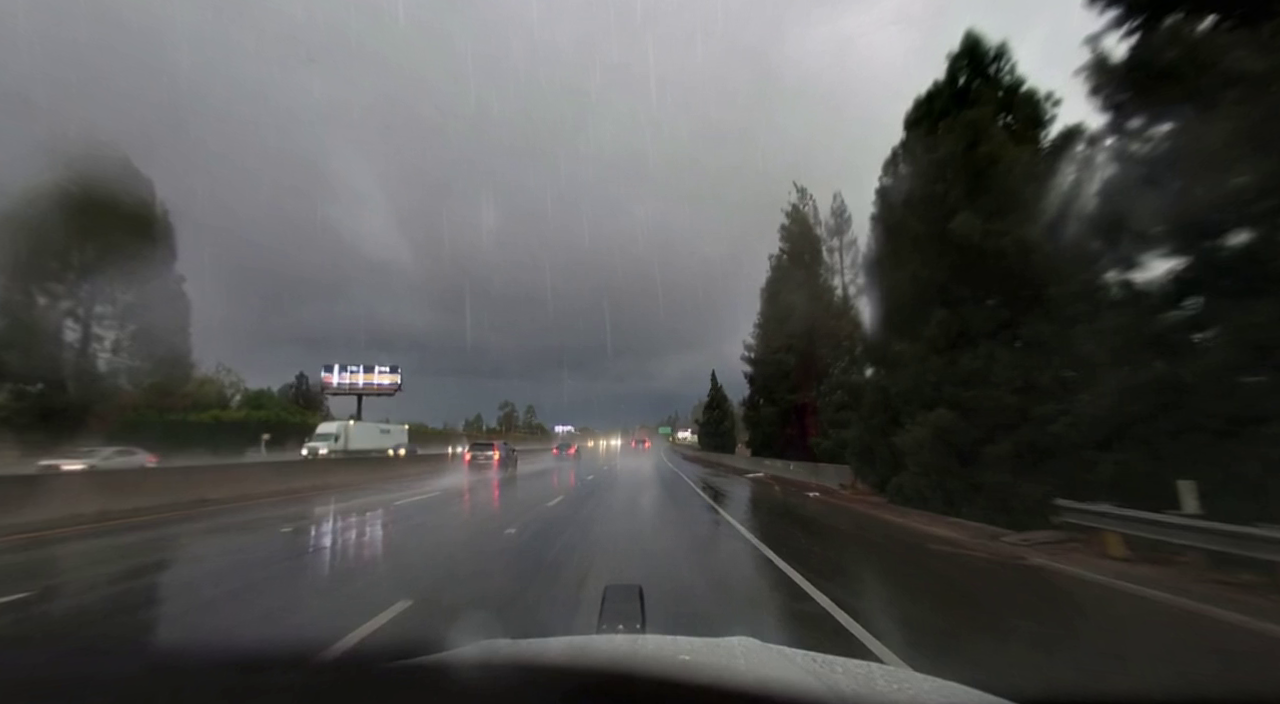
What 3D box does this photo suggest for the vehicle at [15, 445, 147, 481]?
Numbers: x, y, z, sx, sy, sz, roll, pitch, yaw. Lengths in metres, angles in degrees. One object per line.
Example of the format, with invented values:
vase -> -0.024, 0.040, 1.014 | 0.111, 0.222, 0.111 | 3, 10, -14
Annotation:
vehicle -> -28.978, 5.750, 32.917 | 2.162, 1.736, 5.029 | 0, -9, 1

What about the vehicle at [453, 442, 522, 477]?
vehicle -> -7.231, 5.126, 30.371 | 2.008, 1.520, 4.731 | 0, -9, 1
